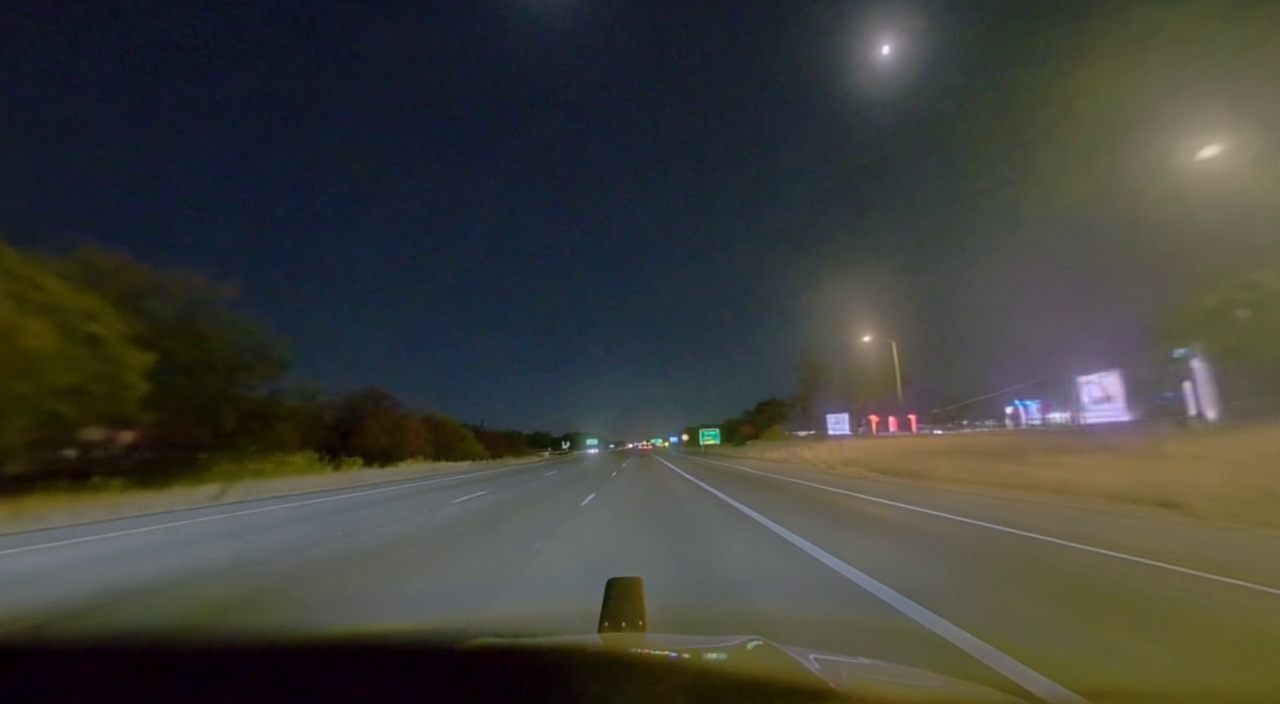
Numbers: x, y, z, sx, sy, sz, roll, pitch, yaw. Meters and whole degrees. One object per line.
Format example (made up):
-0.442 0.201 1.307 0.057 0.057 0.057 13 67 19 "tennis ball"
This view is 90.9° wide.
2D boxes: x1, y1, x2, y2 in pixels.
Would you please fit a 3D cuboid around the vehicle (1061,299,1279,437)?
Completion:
17.056 0.874 19.381 2.821 3.355 7.583 0 -8 -1 "vehicle"
